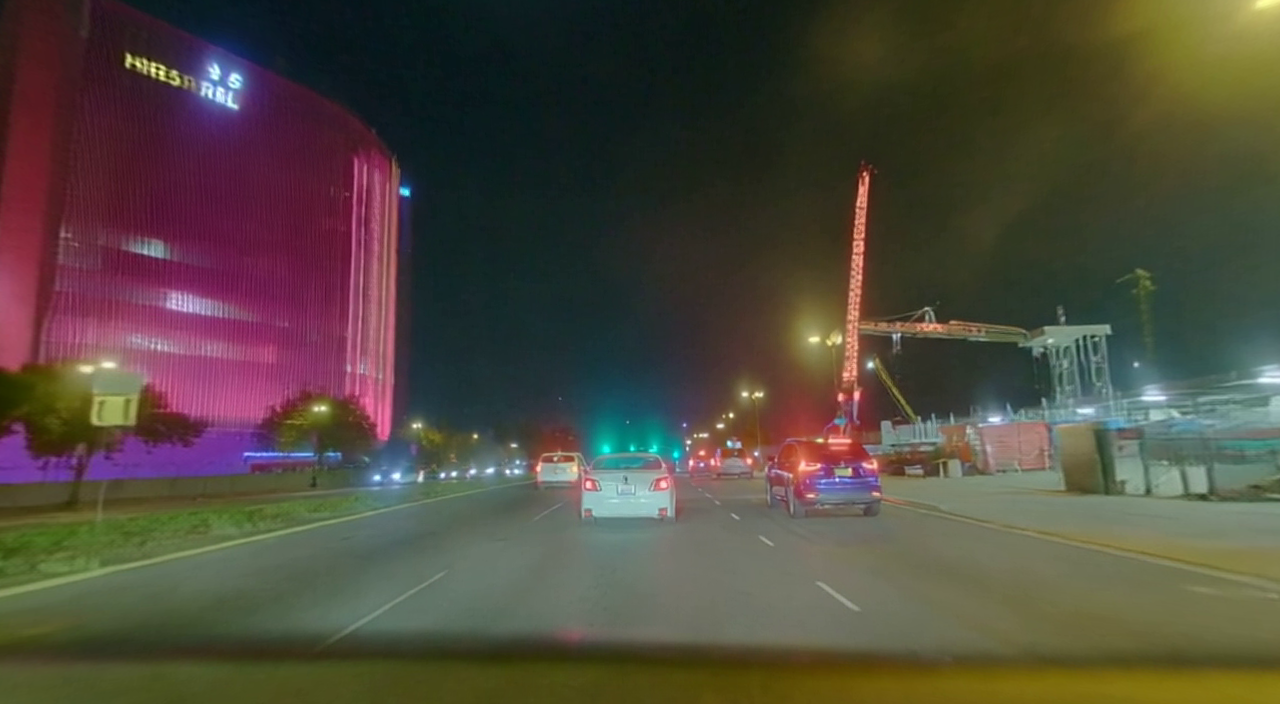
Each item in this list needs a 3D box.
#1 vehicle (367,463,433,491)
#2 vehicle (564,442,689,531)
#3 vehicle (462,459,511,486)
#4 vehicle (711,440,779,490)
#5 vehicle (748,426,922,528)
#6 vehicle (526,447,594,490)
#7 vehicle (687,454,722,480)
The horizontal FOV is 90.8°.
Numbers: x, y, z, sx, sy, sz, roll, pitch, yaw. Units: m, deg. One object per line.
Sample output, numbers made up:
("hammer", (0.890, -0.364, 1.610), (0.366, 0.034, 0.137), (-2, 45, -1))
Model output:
("vehicle", (-15.165, 7.897, 40.172), (2.078, 1.496, 4.769), (-1, -8, 4))
("vehicle", (-0.168, 2.619, 12.917), (2.131, 1.496, 4.193), (0, -8, 2))
("vehicle", (-11.300, 8.865, 46.689), (2.202, 1.714, 4.509), (-1, -8, 4))
("vehicle", (4.286, 4.695, 26.661), (2.124, 1.896, 4.914), (0, -8, 1))
("vehicle", (3.923, 2.600, 13.821), (2.185, 1.797, 4.934), (0, -8, 0))
("vehicle", (-3.392, 5.028, 27.665), (2.201, 1.691, 4.305), (-1, -8, 3))
("vehicle", (4.334, 7.772, 42.971), (2.115, 1.636, 4.104), (0, -8, 2))
